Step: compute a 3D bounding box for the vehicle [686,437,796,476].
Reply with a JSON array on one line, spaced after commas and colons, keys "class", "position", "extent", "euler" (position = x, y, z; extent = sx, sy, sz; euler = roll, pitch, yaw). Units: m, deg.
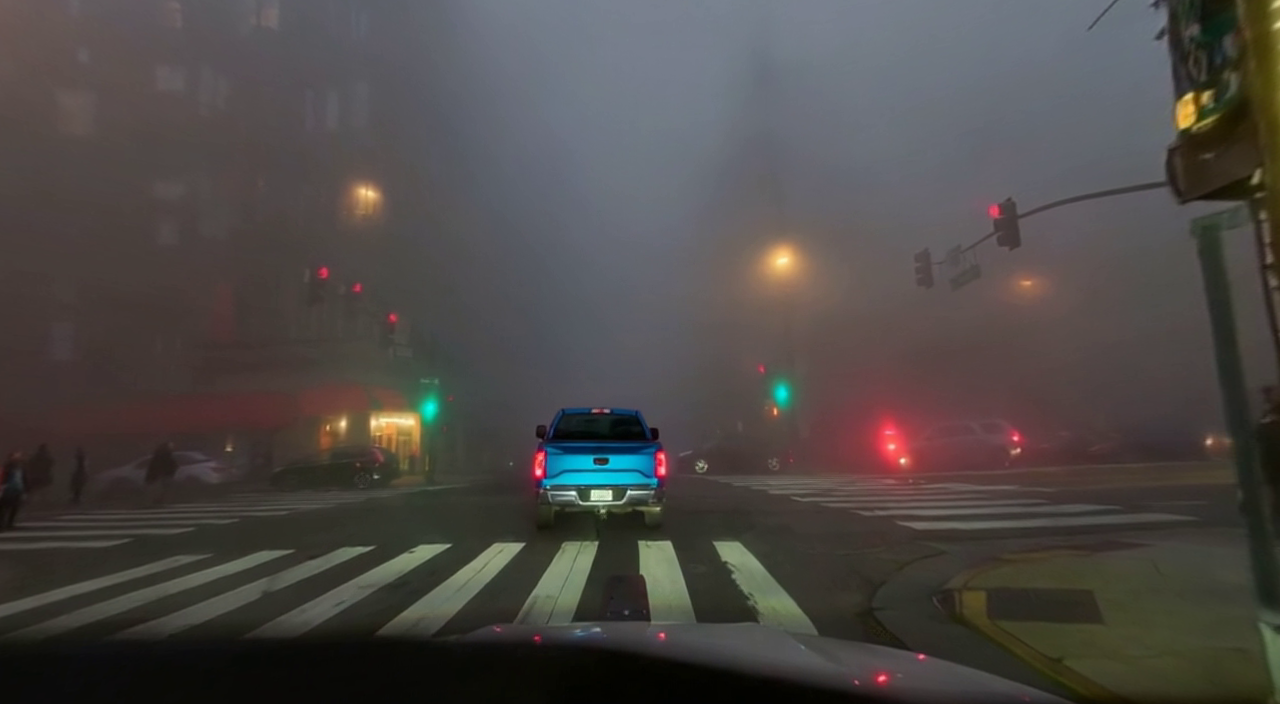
[{"class": "vehicle", "position": [4.267, 4.506, 27.269], "extent": [4.515, 1.583, 1.920], "euler": [-1, -8, 3]}]

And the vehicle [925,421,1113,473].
[{"class": "vehicle", "position": [11.580, 2.928, 19.504], "extent": [4.600, 1.506, 1.878], "euler": [0, -8, -1]}]

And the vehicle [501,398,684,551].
[{"class": "vehicle", "position": [-0.990, 2.062, 11.378], "extent": [2.477, 2.020, 5.534], "euler": [1, -9, -8]}]

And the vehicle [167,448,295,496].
[{"class": "vehicle", "position": [-18.625, 5.464, 28.839], "extent": [4.398, 2.057, 1.959], "euler": [0, -8, -1]}]

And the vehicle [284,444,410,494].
[{"class": "vehicle", "position": [-13.289, 5.318, 28.753], "extent": [4.799, 1.909, 2.011], "euler": [-3, -7, 2]}]

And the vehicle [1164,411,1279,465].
[{"class": "vehicle", "position": [19.276, 2.681, 19.534], "extent": [4.390, 1.552, 1.925], "euler": [1, -8, -4]}]

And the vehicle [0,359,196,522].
[{"class": "vehicle", "position": [-22.252, 2.772, 19.880], "extent": [13.729, 4.662, 3.300], "euler": [0, -8, 0]}]
